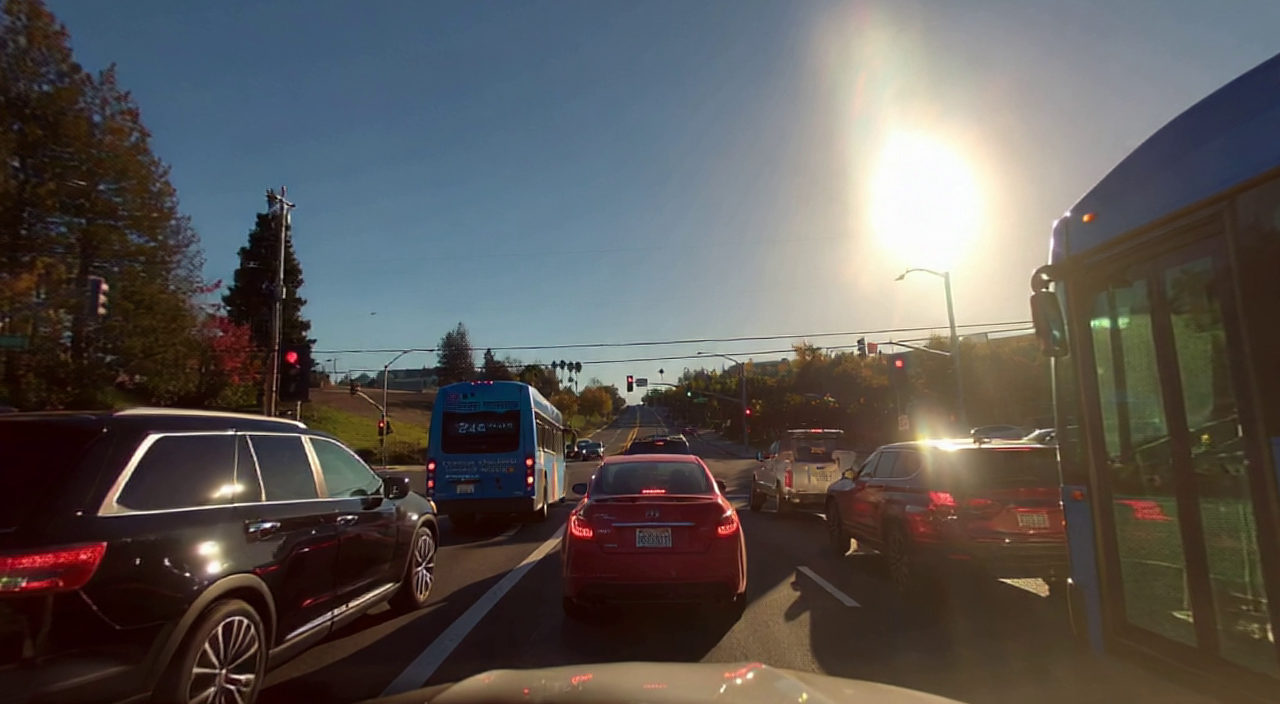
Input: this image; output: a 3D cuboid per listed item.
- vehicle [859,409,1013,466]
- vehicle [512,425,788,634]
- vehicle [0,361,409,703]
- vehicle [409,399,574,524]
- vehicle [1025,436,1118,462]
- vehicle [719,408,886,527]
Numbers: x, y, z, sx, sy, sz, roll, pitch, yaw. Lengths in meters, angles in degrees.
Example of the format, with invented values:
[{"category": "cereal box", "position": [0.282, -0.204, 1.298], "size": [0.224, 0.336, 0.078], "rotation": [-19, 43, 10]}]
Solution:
[{"category": "vehicle", "position": [17.604, 5.132, 37.918], "size": [7.839, 3.213, 2.628], "rotation": [0, -8, -3]}, {"category": "vehicle", "position": [0.067, 1.549, 6.421], "size": [1.976, 1.485, 3.624], "rotation": [0, -8, 0]}, {"category": "vehicle", "position": [-3.405, 1.178, 4.633], "size": [1.921, 1.701, 3.989], "rotation": [0, -8, -1]}, {"category": "vehicle", "position": [-2.926, 2.352, 13.970], "size": [2.335, 2.221, 5.165], "rotation": [0, -8, 1]}, {"category": "vehicle", "position": [25.897, 5.822, 37.983], "size": [4.229, 1.489, 1.794], "rotation": [0, -8, -1]}, {"category": "vehicle", "position": [3.148, 2.401, 13.665], "size": [2.143, 2.036, 5.367], "rotation": [0, -8, 0]}]
